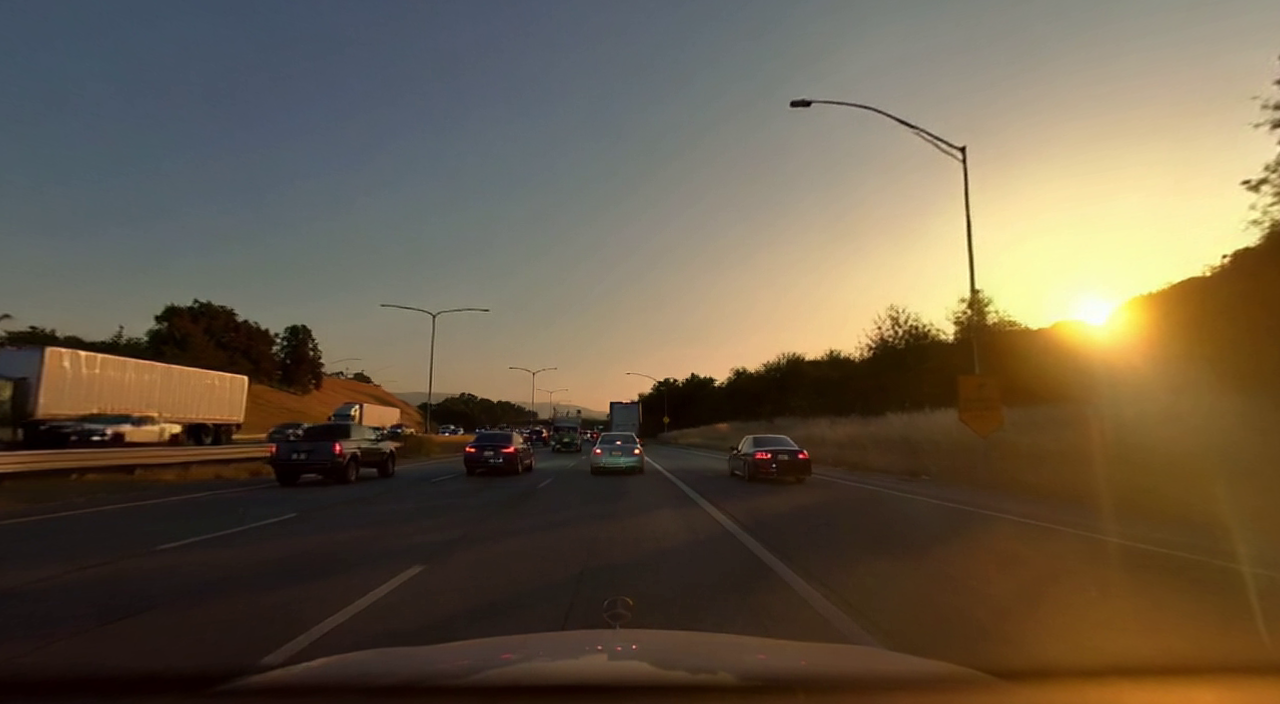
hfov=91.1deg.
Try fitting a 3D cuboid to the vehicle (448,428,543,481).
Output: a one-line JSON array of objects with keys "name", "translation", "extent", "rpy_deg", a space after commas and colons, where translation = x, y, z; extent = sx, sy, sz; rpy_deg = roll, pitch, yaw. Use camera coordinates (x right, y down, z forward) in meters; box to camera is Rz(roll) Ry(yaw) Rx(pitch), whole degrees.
[{"name": "vehicle", "translation": [-4.473, 3.228, 20.205], "extent": [2.046, 1.493, 4.384], "rpy_deg": [0, -8, 0]}]

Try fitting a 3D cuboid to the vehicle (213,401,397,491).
[{"name": "vehicle", "translation": [-8.192, 2.361, 16.036], "extent": [2.158, 1.943, 4.662], "rpy_deg": [0, -8, -1]}]

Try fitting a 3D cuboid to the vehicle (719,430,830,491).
[{"name": "vehicle", "translation": [3.594, 2.975, 17.734], "extent": [1.981, 1.474, 4.396], "rpy_deg": [0, -8, -3]}]

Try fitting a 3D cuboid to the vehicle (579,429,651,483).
[{"name": "vehicle", "translation": [-0.735, 3.134, 19.296], "extent": [1.980, 1.478, 3.758], "rpy_deg": [0, -8, -1]}]

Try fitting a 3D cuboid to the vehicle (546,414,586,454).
[{"name": "vehicle", "translation": [-5.101, 5.758, 44.108], "extent": [2.303, 2.610, 6.579], "rpy_deg": [0, -8, -3]}]

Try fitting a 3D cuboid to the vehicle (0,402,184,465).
[{"name": "vehicle", "translation": [-15.238, 2.290, 17.587], "extent": [1.831, 1.512, 4.273], "rpy_deg": [0, -8, -2]}]

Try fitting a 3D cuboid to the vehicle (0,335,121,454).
[{"name": "vehicle", "translation": [-22.980, 1.690, 23.144], "extent": [2.975, 3.953, 5.356], "rpy_deg": [1, -8, -2]}]
